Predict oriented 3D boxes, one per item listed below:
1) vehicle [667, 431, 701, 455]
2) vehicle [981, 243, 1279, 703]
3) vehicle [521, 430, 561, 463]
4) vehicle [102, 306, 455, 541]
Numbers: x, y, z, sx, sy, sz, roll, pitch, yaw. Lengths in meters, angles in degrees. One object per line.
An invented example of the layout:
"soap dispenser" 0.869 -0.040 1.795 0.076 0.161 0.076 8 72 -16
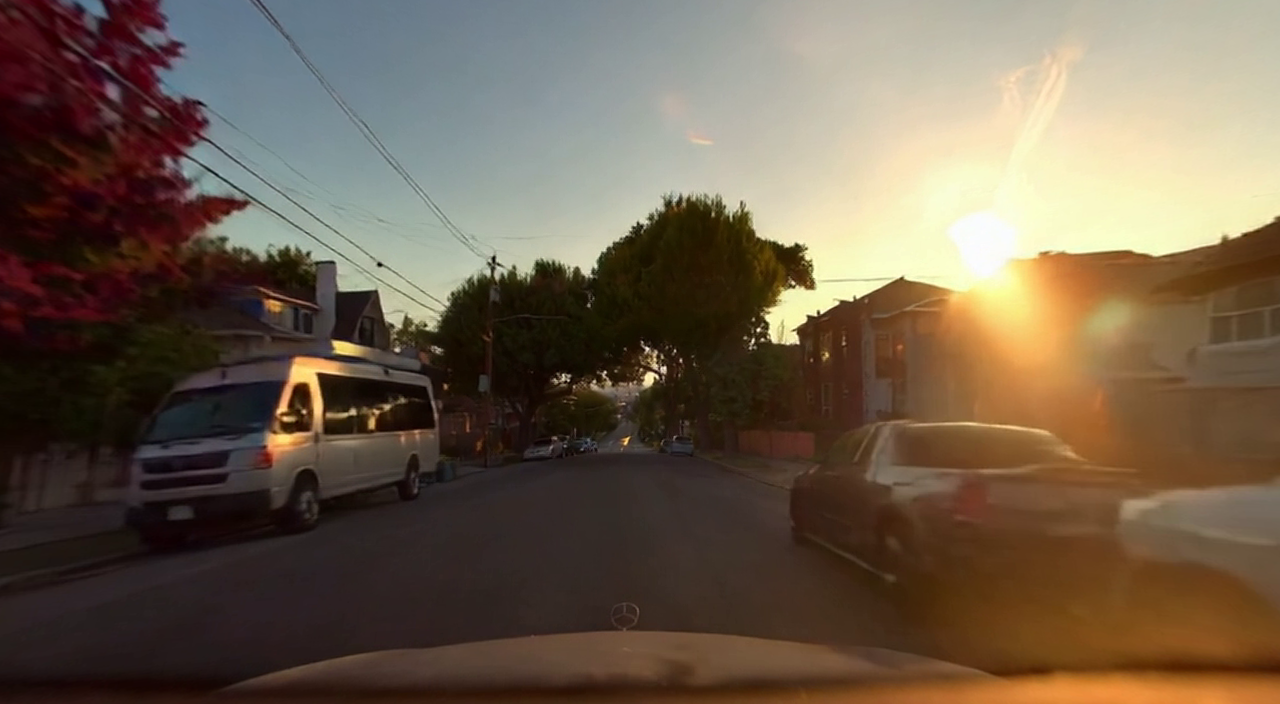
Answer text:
"vehicle" 3.293 6.966 48.120 2.159 1.760 5.345 0 -8 -1
"vehicle" 3.374 0.551 1.339 2.123 2.123 5.436 0 -8 -1
"vehicle" -7.005 6.822 44.997 1.947 1.480 4.330 -3 -19 2
"vehicle" -6.714 1.469 13.638 3.115 3.562 7.695 -1 -6 0
